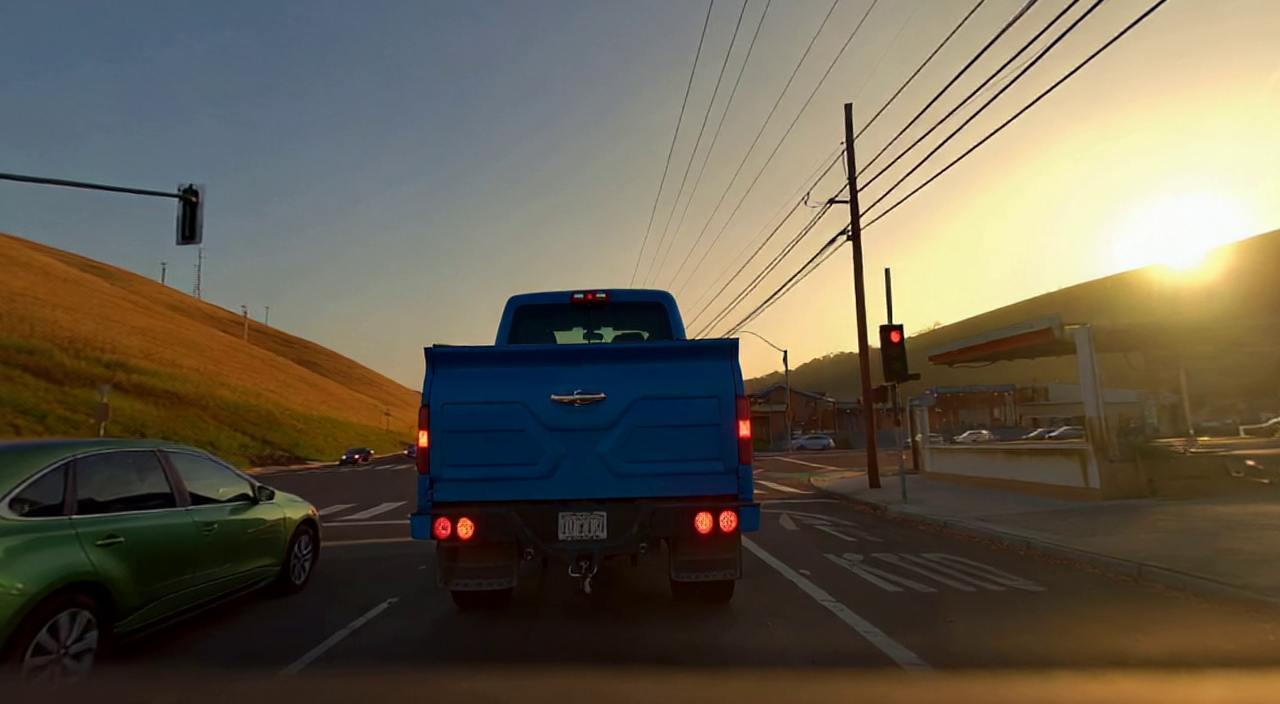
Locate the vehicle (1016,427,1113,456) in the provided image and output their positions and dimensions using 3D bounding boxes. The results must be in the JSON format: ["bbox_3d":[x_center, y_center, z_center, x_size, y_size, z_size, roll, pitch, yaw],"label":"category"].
[{"bbox_3d":[25.535,5.398,37.960,4.419,1.496,1.854,-2,-9,1],"label":"vehicle"}]

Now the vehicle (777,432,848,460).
[{"bbox_3d":[11.702,6.369,42.600,4.975,1.799,2.117,7,-11,-40],"label":"vehicle"}]

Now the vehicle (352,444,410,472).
[{"bbox_3d":[-17.149,7.016,41.912,2.133,1.690,4.331,0,-9,-3],"label":"vehicle"}]

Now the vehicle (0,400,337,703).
[{"bbox_3d":[-3.963,1.193,3.989,2.017,1.555,4.150,-1,-9,0],"label":"vehicle"}]

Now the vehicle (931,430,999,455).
[{"bbox_3d":[24.047,6.715,46.515,5.021,1.757,2.012,5,-10,-30],"label":"vehicle"}]

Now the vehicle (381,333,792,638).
[{"bbox_3d":[-0.428,1.328,7.219,2.859,2.144,5.406,0,-9,-1],"label":"vehicle"}]
